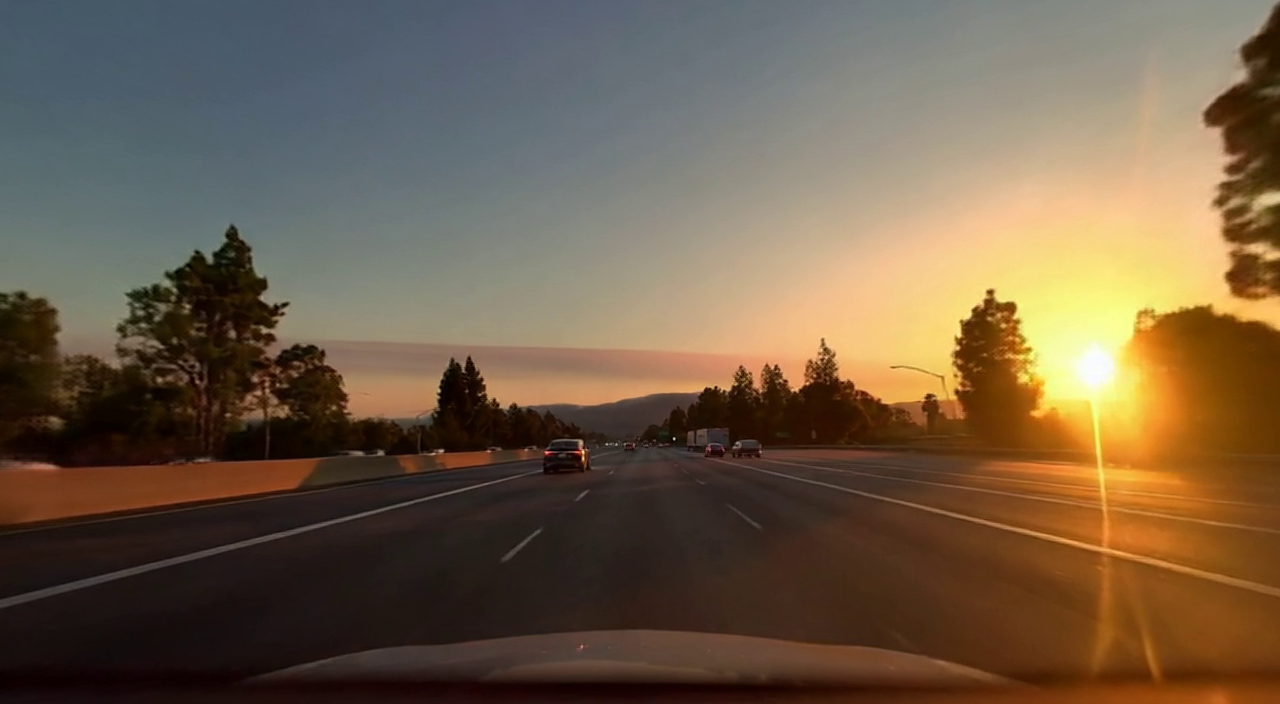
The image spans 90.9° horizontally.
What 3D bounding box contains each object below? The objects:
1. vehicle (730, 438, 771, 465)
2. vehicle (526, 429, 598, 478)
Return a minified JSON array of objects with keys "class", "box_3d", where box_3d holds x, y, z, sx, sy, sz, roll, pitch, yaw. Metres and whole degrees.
[{"class":"vehicle","box_3d":[7.486,6.788,43.143,2.063,1.706,4.259,0,-8,1]},{"class":"vehicle","box_3d":[-3.362,4.531,28.406,2.453,1.952,5.320,0,-8,1]}]
